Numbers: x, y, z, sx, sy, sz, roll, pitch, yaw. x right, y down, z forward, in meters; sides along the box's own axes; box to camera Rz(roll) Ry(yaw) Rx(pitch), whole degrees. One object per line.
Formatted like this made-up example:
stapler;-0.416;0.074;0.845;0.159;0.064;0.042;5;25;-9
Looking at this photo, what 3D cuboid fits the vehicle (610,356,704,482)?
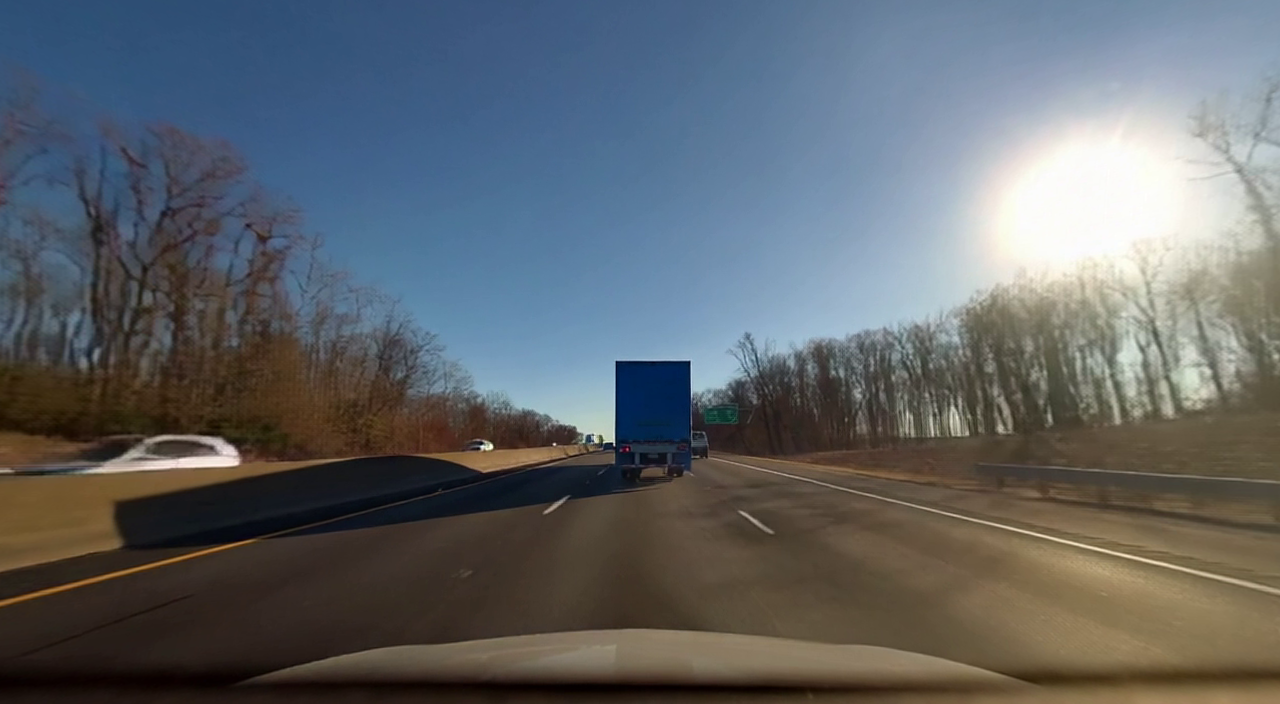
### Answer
vehicle;0.543;2.897;25.503;3.010;4.039;10.481;0;-8;0
